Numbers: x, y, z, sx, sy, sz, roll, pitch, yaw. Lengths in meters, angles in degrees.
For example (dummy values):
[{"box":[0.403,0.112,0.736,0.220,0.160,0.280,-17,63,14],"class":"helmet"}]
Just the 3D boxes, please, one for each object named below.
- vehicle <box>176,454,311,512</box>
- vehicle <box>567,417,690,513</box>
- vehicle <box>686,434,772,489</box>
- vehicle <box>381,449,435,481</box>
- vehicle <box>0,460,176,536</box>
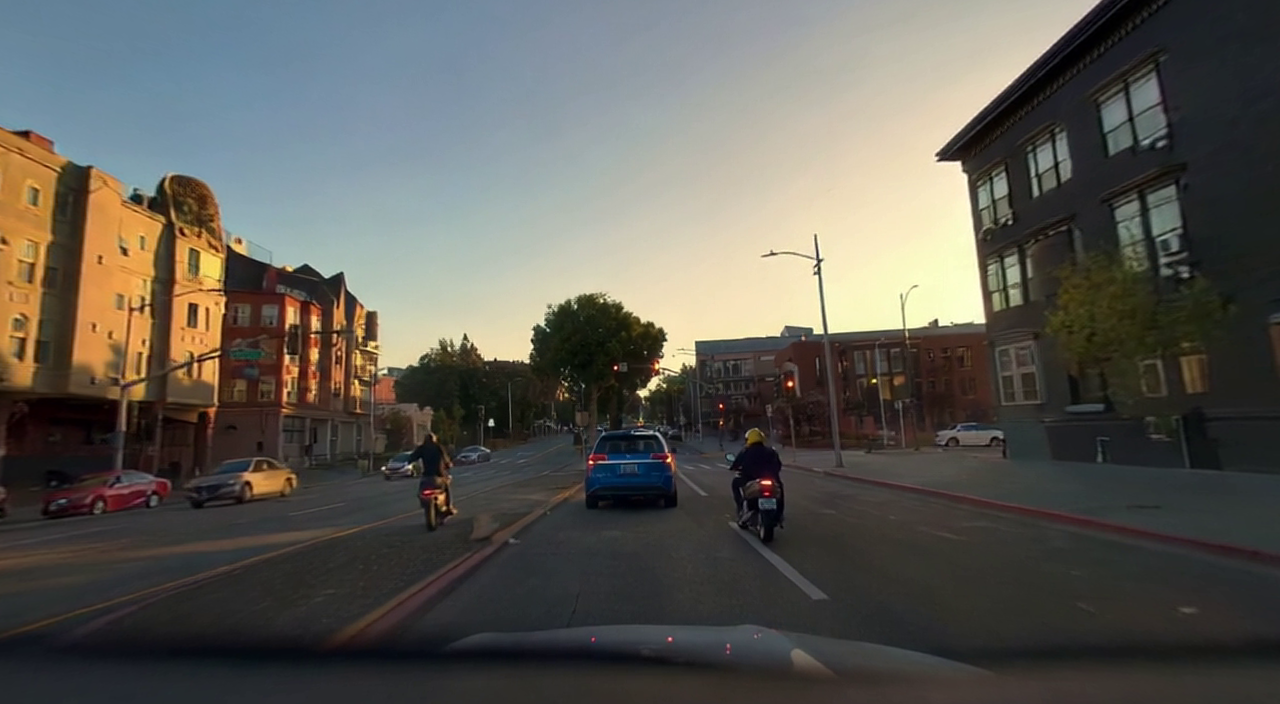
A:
[{"box":[-13.814,4.530,22.372,1.926,1.732,4.635,0,-8,-3],"class":"vehicle"},{"box":[-0.203,2.403,13.776,2.265,1.748,4.130,0,-8,0],"class":"vehicle"},{"box":[2.651,3.413,19.958,2.101,1.507,4.355,0,-8,0],"class":"vehicle"},{"box":[-14.078,6.847,38.454,1.871,1.786,4.386,0,-9,-4],"class":"vehicle"},{"box":[-17.704,4.446,19.919,2.134,1.915,5.317,0,-9,-2],"class":"vehicle"}]
